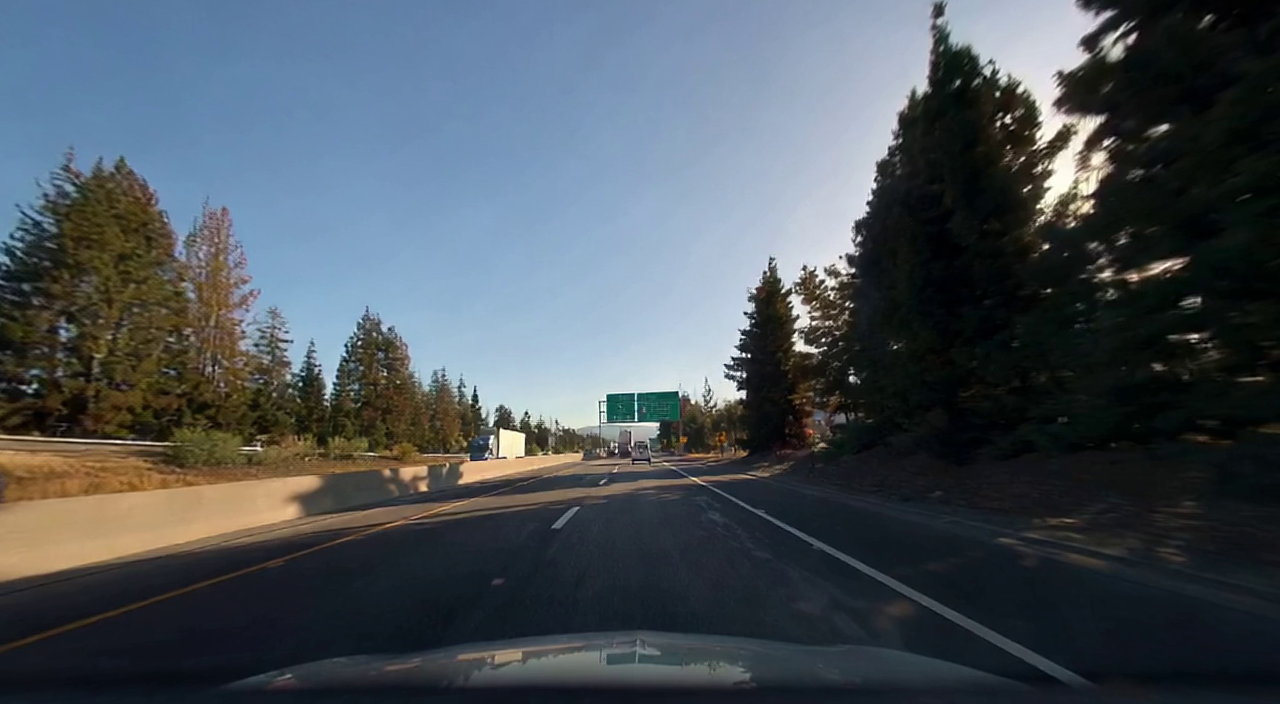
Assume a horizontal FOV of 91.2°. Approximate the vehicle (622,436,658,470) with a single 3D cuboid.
[{"bbox_3d":[-0.008,6.753,42.070,2.268,2.122,4.595,-1,-9,1],"label":"vehicle"}]
